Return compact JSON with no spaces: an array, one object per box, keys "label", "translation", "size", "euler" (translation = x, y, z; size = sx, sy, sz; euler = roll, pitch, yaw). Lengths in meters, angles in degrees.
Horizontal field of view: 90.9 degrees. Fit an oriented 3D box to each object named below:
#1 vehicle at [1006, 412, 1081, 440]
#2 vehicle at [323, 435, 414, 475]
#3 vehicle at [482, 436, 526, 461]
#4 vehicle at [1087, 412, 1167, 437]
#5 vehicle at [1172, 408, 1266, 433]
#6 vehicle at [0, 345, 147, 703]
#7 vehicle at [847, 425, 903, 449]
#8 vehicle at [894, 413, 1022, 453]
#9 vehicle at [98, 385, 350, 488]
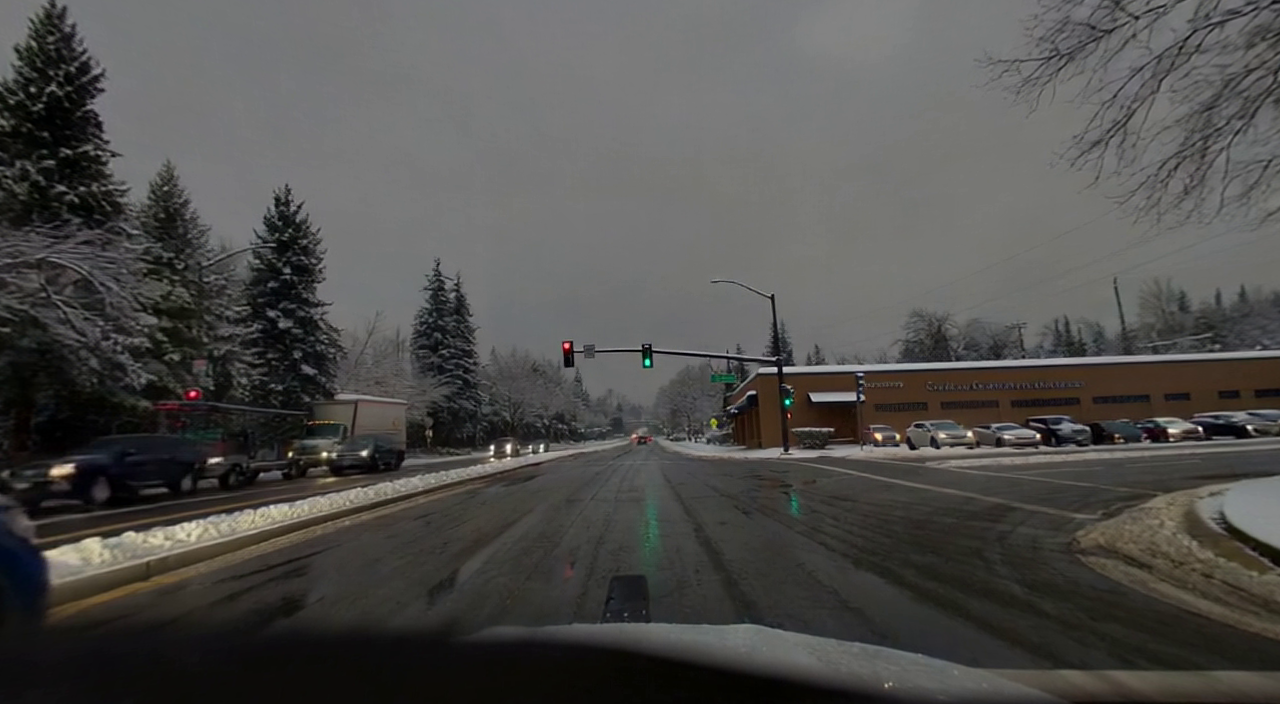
[{"label":"vehicle","translation":[26.316,4.879,41.263],"size":[2.011,1.656,4.163],"euler":[0,-8,-3]},{"label":"vehicle","translation":[-12.231,4.666,28.799],"size":[2.181,1.653,4.468],"euler":[0,-8,0]},{"label":"vehicle","translation":[-9.251,6.603,43.327],"size":[2.026,1.616,4.199],"euler":[0,-8,1]},{"label":"vehicle","translation":[31.380,4.731,40.772],"size":[1.823,1.480,4.003],"euler":[0,-8,-4]},{"label":"vehicle","translation":[38.439,4.602,42.017],"size":[1.715,1.480,4.701],"euler":[0,-8,-1]},{"label":"vehicle","translation":[-3.360,0.566,0.693],"size":[1.934,1.649,4.490],"euler":[0,-8,1]},{"label":"vehicle","translation":[17.201,6.286,46.296],"size":[3.329,1.415,1.821],"euler":[-6,-9,2]},{"label":"vehicle","translation":[14.005,3.594,27.933],"size":[4.566,1.670,2.000],"euler":[0,-8,-2]},{"label":"vehicle","translation":[-16.554,3.638,26.793],"size":[3.161,3.455,11.058],"euler":[0,-8,0]}]
